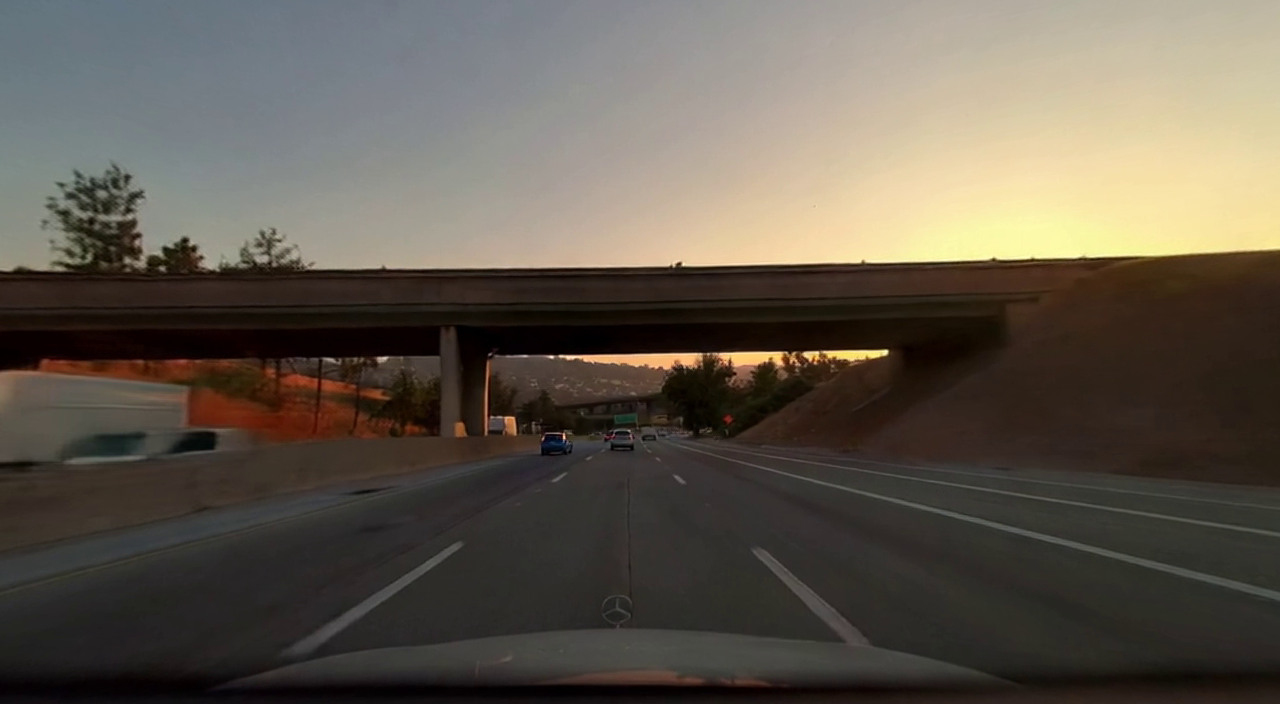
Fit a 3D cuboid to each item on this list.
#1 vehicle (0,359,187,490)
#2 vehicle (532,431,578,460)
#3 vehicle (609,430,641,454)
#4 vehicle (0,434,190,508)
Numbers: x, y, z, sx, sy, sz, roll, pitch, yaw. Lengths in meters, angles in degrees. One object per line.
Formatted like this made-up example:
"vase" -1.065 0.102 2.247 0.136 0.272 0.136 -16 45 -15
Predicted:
"vehicle" -20.496 2.531 21.447 2.968 3.835 9.465 0 -8 0
"vehicle" -4.792 5.342 36.209 2.017 1.537 4.496 0 -8 0
"vehicle" -1.018 6.302 44.170 2.116 1.625 4.004 0 -8 0
"vehicle" -12.843 2.656 14.612 1.875 1.479 3.819 0 -8 0
